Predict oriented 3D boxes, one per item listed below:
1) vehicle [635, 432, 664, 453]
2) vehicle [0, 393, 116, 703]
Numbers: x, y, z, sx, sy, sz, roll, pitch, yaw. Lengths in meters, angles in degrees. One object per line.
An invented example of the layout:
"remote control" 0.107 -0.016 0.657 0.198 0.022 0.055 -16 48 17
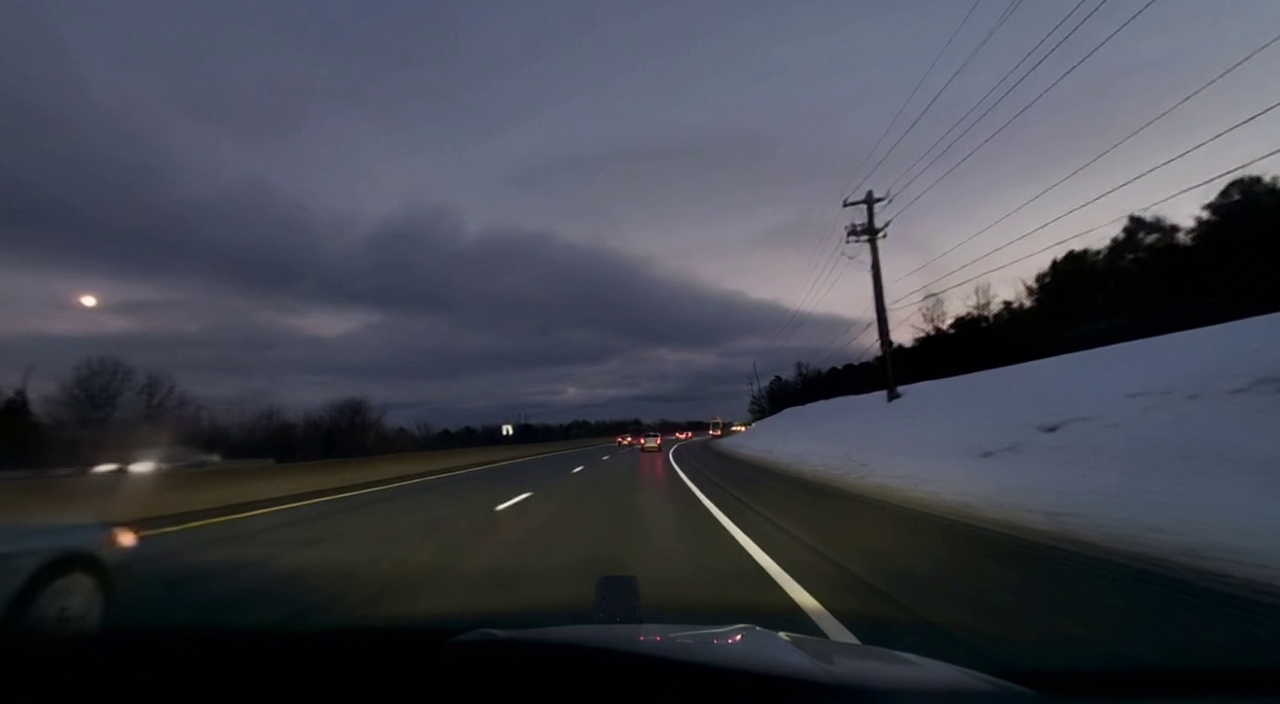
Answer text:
"vehicle" 0.742 6.829 47.740 2.077 1.523 4.206 0 -8 2
"vehicle" -3.982 0.746 1.380 2.030 1.522 4.250 0 -8 -1
